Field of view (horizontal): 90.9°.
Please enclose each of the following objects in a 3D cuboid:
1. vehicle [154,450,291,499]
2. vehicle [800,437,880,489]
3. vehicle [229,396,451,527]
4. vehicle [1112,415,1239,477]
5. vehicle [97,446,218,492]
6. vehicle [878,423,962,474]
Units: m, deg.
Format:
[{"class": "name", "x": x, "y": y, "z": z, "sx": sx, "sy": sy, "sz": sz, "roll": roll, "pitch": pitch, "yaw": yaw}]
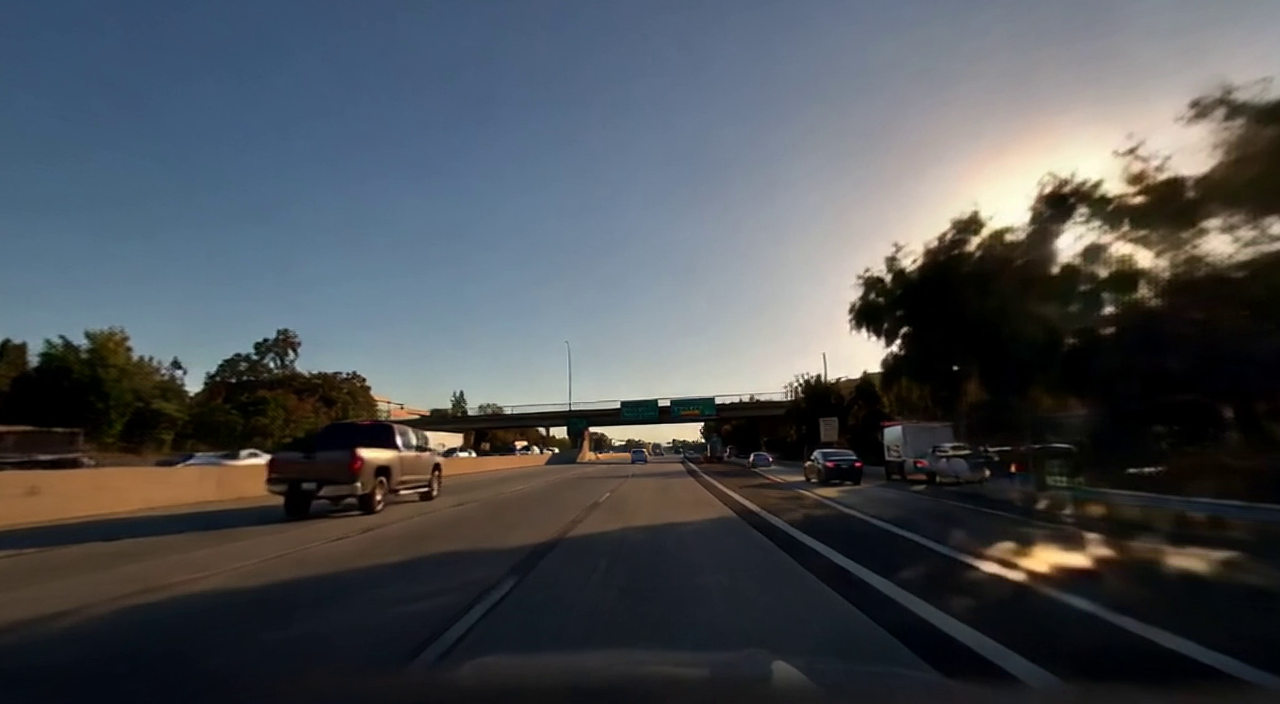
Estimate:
[{"class": "vehicle", "x": -15.738, "y": 4.596, "z": 24.121, "sx": 2.113, "sy": 1.640, "sz": 4.337, "roll": 0, "pitch": -8, "yaw": 2}, {"class": "vehicle", "x": 8.228, "y": 4.576, "z": 26.363, "sx": 2.146, "sy": 1.929, "sz": 4.388, "roll": -1, "pitch": -8, "yaw": 4}, {"class": "vehicle", "x": -6.326, "y": 2.400, "z": 14.314, "sx": 2.264, "sy": 2.379, "sz": 5.248, "roll": 0, "pitch": -8, "yaw": 2}, {"class": "vehicle", "x": 35.648, "y": 6.368, "z": 42.688, "sx": 3.045, "sy": 3.620, "sz": 10.905, "roll": -4, "pitch": -9, "yaw": 22}, {"class": "vehicle", "x": -23.241, "y": 5.605, "z": 30.682, "sx": 1.846, "sy": 1.998, "sz": 4.958, "roll": 0, "pitch": -8, "yaw": 1}, {"class": "vehicle", "x": 21.350, "y": 7.419, "z": 48.742, "sx": 3.022, "sy": 3.547, "sz": 8.645, "roll": -1, "pitch": -8, "yaw": 4}]
